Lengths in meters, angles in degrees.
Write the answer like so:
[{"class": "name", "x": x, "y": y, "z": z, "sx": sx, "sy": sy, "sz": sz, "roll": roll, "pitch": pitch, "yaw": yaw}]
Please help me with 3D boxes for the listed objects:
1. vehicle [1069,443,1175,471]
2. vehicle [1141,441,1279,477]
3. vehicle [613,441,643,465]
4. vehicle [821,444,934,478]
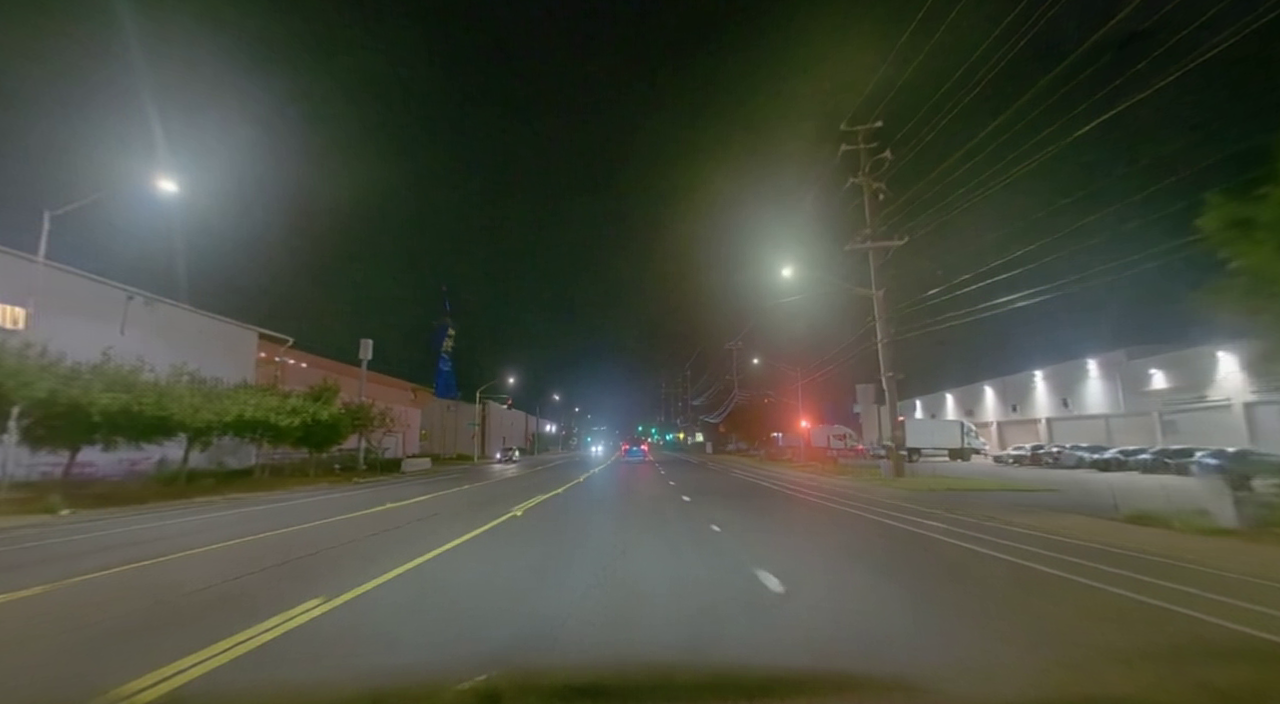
[{"class": "vehicle", "x": 25.756, "y": 5.601, "z": 33.867, "sx": 4.134, "sy": 1.441, "sz": 1.836, "roll": -1, "pitch": -8, "yaw": 2}, {"class": "vehicle", "x": 25.739, "y": 4.784, "z": 28.409, "sx": 4.625, "sy": 1.484, "sz": 1.997, "roll": 0, "pitch": -8, "yaw": 1}, {"class": "vehicle", "x": -0.814, "y": 6.901, "z": 43.271, "sx": 1.937, "sy": 1.588, "sz": 3.746, "roll": 0, "pitch": -8, "yaw": 0}, {"class": "vehicle", "x": 11.716, "y": 5.385, "z": 31.382, "sx": 4.758, "sy": 1.496, "sz": 1.871, "roll": -1, "pitch": -8, "yaw": -1}]
